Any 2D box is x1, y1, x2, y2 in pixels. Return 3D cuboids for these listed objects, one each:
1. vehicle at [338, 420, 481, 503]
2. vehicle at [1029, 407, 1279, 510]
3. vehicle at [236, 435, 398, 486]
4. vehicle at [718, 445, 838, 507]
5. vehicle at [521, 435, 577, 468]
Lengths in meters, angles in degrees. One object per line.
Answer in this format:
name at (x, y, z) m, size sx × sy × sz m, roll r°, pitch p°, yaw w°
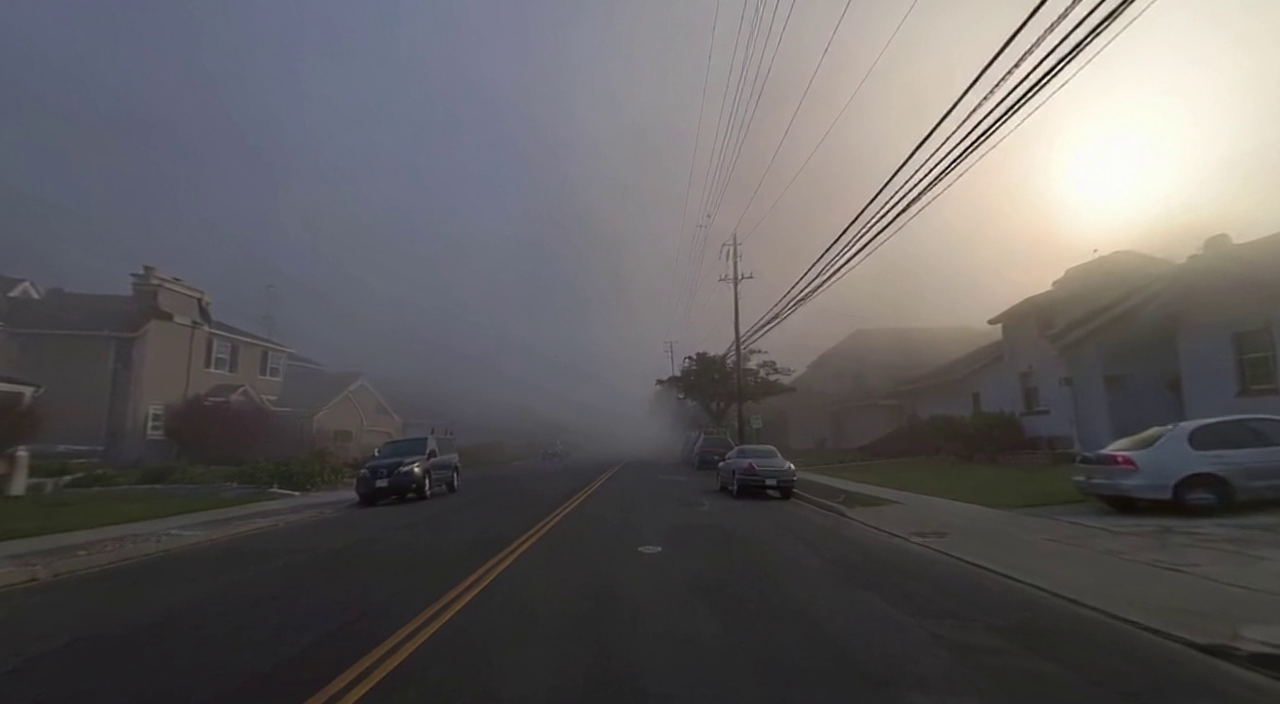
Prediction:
vehicle at (-6.177, 3.115, 17.652) m, size 2.156 × 1.932 × 4.518 m, roll -2°, pitch -11°, yaw 2°
vehicle at (9.454, 1.768, 10.690) m, size 4.210 × 1.541 × 2.260 m, roll 0°, pitch -8°, yaw 2°
vehicle at (-11.286, 3.822, 22.365) m, size 4.529 × 1.677 × 2.204 m, roll 0°, pitch -8°, yaw 1°
vehicle at (3.151, 2.896, 15.260) m, size 1.827 × 1.286 × 3.684 m, roll 1°, pitch -8°, yaw -4°
vehicle at (-5.887, 6.598, 41.570) m, size 2.398 × 1.910 × 5.999 m, roll -3°, pitch -11°, yaw 4°
